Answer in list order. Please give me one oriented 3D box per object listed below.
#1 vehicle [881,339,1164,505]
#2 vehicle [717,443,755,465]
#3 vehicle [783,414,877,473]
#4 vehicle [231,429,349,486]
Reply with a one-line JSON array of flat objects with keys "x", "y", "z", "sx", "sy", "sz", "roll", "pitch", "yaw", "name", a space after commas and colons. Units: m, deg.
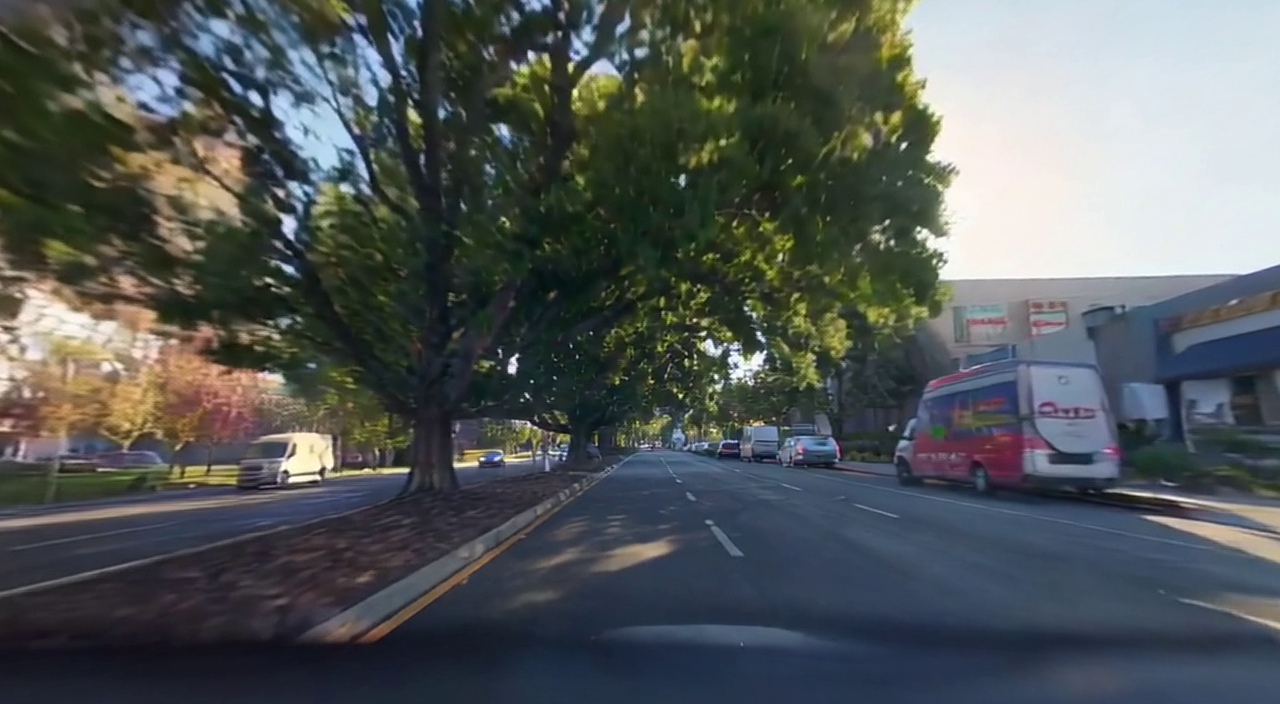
[{"x": 10.336, "y": 2.220, "z": 18.817, "sx": 2.879, "sy": 3.765, "sz": 8.904, "roll": 0, "pitch": -8, "yaw": 1, "name": "vehicle"}, {"x": 6.658, "y": 7.099, "z": 44.246, "sx": 1.972, "sy": 1.417, "sz": 4.239, "roll": 0, "pitch": -8, "yaw": 0, "name": "vehicle"}, {"x": 10.326, "y": 5.115, "z": 35.218, "sx": 2.964, "sy": 2.927, "sz": 6.936, "roll": 0, "pitch": -8, "yaw": 0, "name": "vehicle"}, {"x": -17.188, "y": 5.197, "z": 31.536, "sx": 2.253, "sy": 2.554, "sz": 6.021, "roll": 0, "pitch": -9, "yaw": 1, "name": "vehicle"}]
